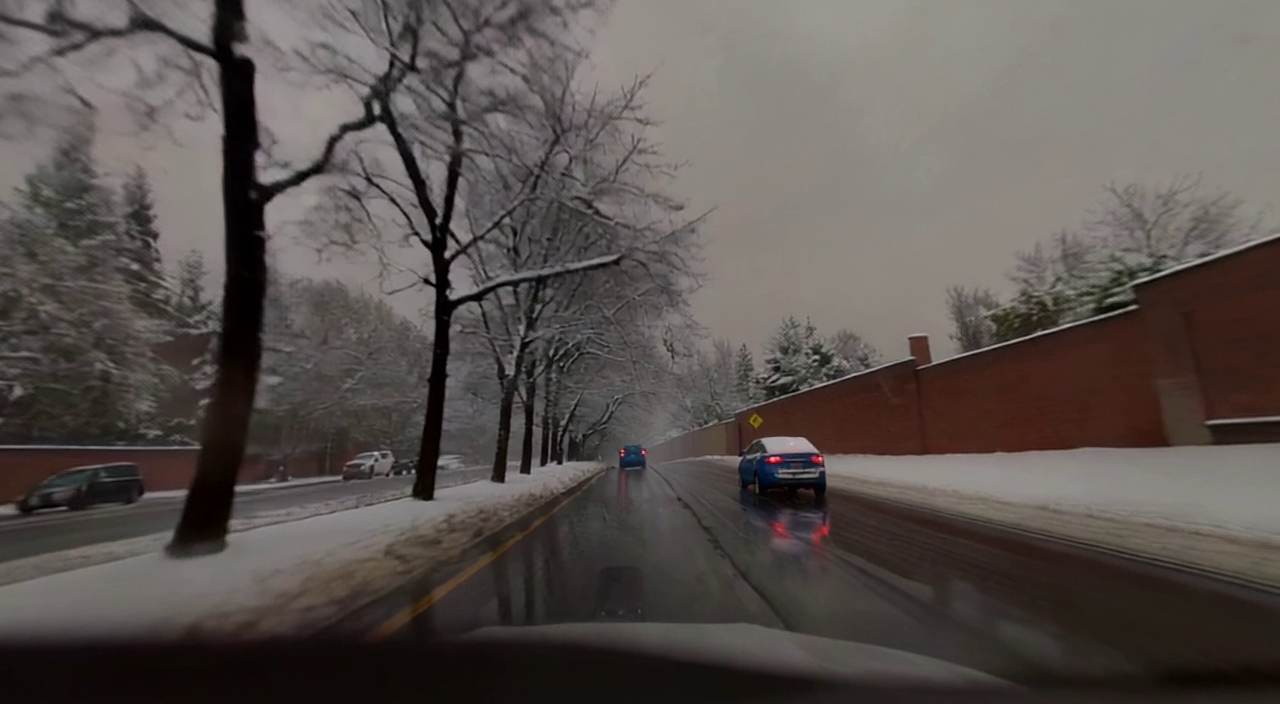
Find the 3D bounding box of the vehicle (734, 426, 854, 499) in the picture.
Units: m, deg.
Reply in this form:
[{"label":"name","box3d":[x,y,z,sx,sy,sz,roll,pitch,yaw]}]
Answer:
[{"label":"vehicle","box3d":[4.097,3.030,17.714,2.155,1.752,4.456,0,-8,-1]}]

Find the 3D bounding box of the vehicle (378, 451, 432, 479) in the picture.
[{"label":"vehicle","box3d":[-17.495,8.414,47.278,2.352,1.857,4.893,-4,-9,-1]}]

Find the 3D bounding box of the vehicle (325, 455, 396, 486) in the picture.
[{"label":"vehicle","box3d":[-17.316,7.317,39.438,2.184,1.697,4.826,-1,-8,0]}]

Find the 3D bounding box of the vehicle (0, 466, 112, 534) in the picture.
[{"label":"vehicle","box3d":[-17.246,3.981,17.150,2.012,1.597,4.366,-1,-8,0]}]

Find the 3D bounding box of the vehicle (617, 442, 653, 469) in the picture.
[{"label":"vehicle","box3d":[-0.341,7.265,44.432,2.391,1.739,3.837,-1,-8,0]}]
